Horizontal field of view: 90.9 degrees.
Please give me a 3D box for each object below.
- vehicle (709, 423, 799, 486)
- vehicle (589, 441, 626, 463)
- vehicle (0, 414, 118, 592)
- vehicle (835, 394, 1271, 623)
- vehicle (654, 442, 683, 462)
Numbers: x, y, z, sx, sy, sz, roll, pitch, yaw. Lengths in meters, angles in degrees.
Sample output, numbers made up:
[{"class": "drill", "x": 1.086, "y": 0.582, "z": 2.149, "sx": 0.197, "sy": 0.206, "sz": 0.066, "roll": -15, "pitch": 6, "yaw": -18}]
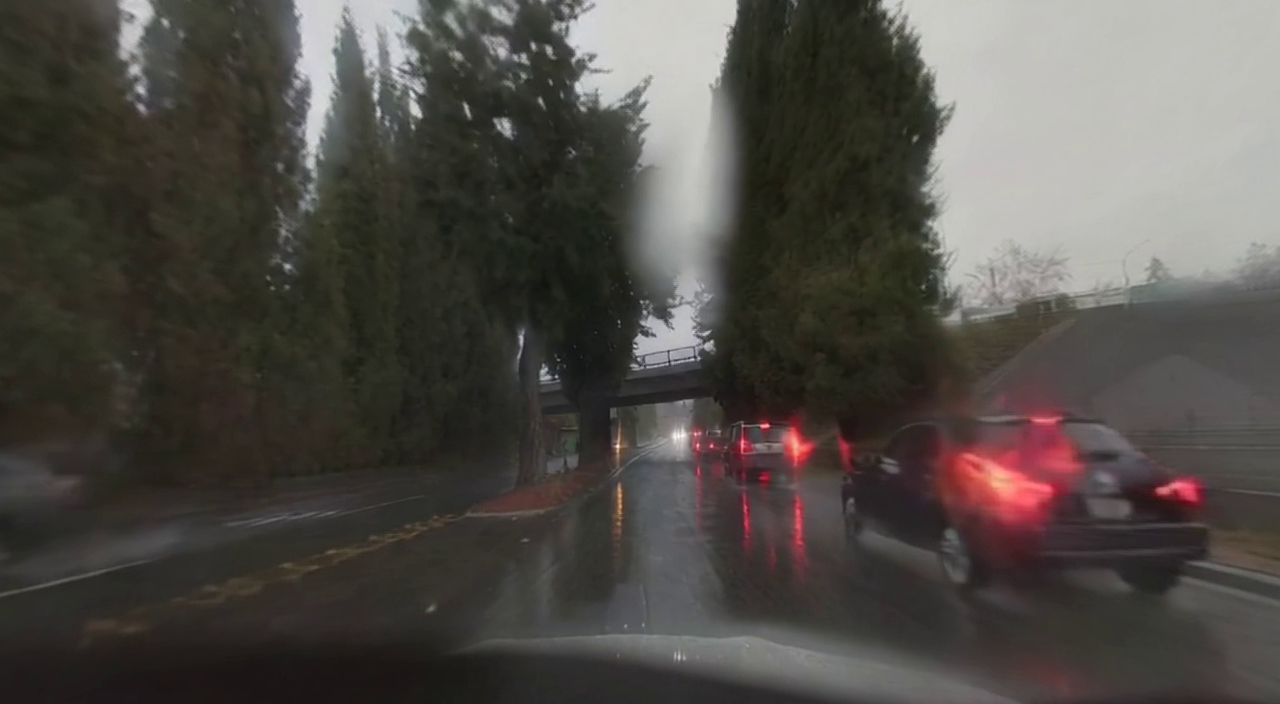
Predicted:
[{"class": "vehicle", "x": 3.866, "y": 3.585, "z": 22.318, "sx": 2.273, "sy": 1.944, "sz": 4.866, "roll": 0, "pitch": -8, "yaw": 0}, {"class": "vehicle", "x": -2.297, "y": 7.267, "z": 46.070, "sx": 2.009, "sy": 1.527, "sz": 4.119, "roll": -1, "pitch": -8, "yaw": 7}, {"class": "vehicle", "x": -7.951, "y": 1.458, "z": 5.693, "sx": 2.089, "sy": 1.860, "sz": 4.704, "roll": -1, "pitch": -8, "yaw": 7}, {"class": "vehicle", "x": 3.782, "y": 1.494, "z": 6.949, "sx": 1.938, "sy": 1.710, "sz": 4.249, "roll": 0, "pitch": -8, "yaw": 1}, {"class": "vehicle", "x": 2.259, "y": 7.811, "z": 49.321, "sx": 2.078, "sy": 1.506, "sz": 4.058, "roll": -1, "pitch": -8, "yaw": 5}]
